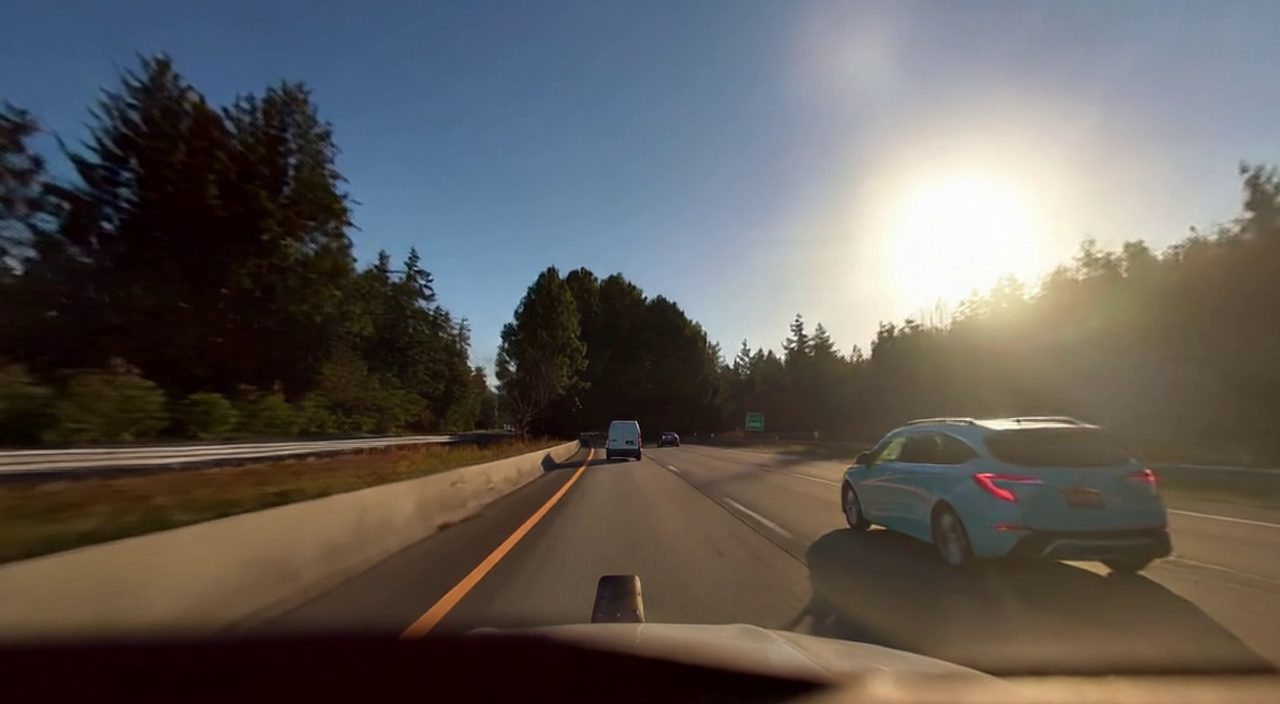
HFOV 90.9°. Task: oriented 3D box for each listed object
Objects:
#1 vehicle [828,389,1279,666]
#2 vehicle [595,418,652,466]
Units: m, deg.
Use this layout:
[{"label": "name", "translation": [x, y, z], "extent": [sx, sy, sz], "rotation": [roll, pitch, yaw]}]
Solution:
[{"label": "vehicle", "translation": [3.438, 1.293, 5.755], "extent": [2.078, 1.600, 4.012], "rotation": [0, -8, -2]}, {"label": "vehicle", "translation": [-0.807, 4.116, 29.017], "extent": [2.403, 1.994, 4.683], "rotation": [0, -8, -3]}]
